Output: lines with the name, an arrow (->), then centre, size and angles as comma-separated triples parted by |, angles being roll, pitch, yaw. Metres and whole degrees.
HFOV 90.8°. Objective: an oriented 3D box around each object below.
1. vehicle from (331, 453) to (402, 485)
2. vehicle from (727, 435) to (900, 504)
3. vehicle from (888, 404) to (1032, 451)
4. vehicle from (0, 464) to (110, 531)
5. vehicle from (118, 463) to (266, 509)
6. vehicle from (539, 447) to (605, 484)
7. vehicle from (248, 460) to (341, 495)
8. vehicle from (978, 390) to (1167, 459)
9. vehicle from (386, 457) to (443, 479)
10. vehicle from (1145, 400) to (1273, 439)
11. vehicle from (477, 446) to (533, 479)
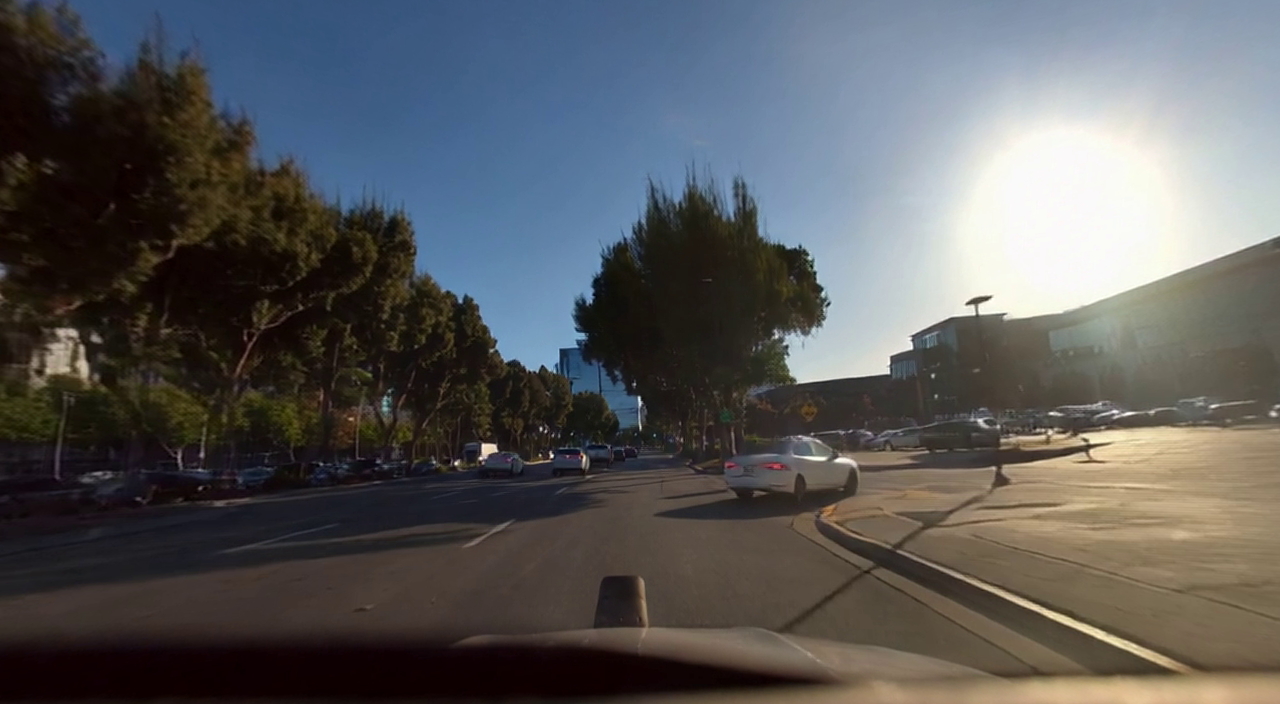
vehicle -> -16.374, 6.981, 38.082 | 2.073, 1.749, 4.770 | 0, -9, 1
vehicle -> 4.565, 2.959, 16.323 | 4.504, 1.513, 2.208 | 8, -12, -42
vehicle -> 14.233, 3.421, 28.388 | 5.161, 1.993, 2.293 | 0, -9, 2
vehicle -> -17.228, 3.869, 16.940 | 2.084, 1.624, 4.486 | 0, -9, 1
vehicle -> -16.659, 4.989, 23.879 | 1.981, 1.431, 4.862 | 0, -9, 1
vehicle -> -2.950, 5.027, 28.379 | 2.235, 1.500, 4.420 | 0, -9, 3
vehicle -> -16.405, 5.953, 30.266 | 1.849, 1.472, 4.441 | 0, -9, 1
vehicle -> 14.868, 2.593, 21.696 | 6.193, 2.081, 2.569 | 4, -10, -27
vehicle -> -16.289, 8.383, 45.952 | 2.162, 1.480, 5.017 | 0, -9, 1
vehicle -> 27.425, 3.336, 30.703 | 1.992, 1.498, 4.667 | -5, -9, 4
vehicle -> -7.544, 6.212, 35.747 | 2.054, 1.744, 4.422 | 0, -9, 1
